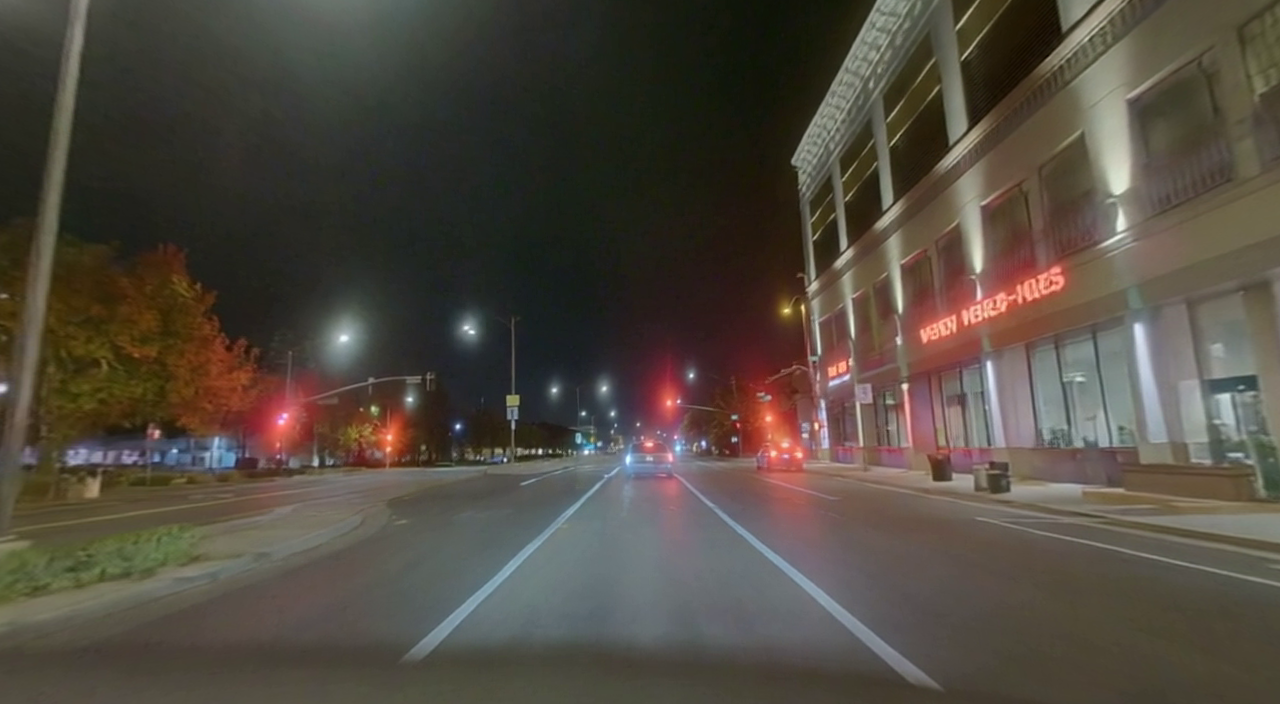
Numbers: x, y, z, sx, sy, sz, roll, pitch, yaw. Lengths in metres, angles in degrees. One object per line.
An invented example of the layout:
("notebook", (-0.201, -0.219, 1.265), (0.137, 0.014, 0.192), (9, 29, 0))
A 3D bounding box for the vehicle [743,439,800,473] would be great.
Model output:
("vehicle", (7.383, 5.860, 35.895), (1.987, 1.772, 4.749), (0, -8, -3))

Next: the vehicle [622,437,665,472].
("vehicle", (0.242, 5.622, 34.845), (2.223, 1.775, 4.250), (-1, -8, 1))
